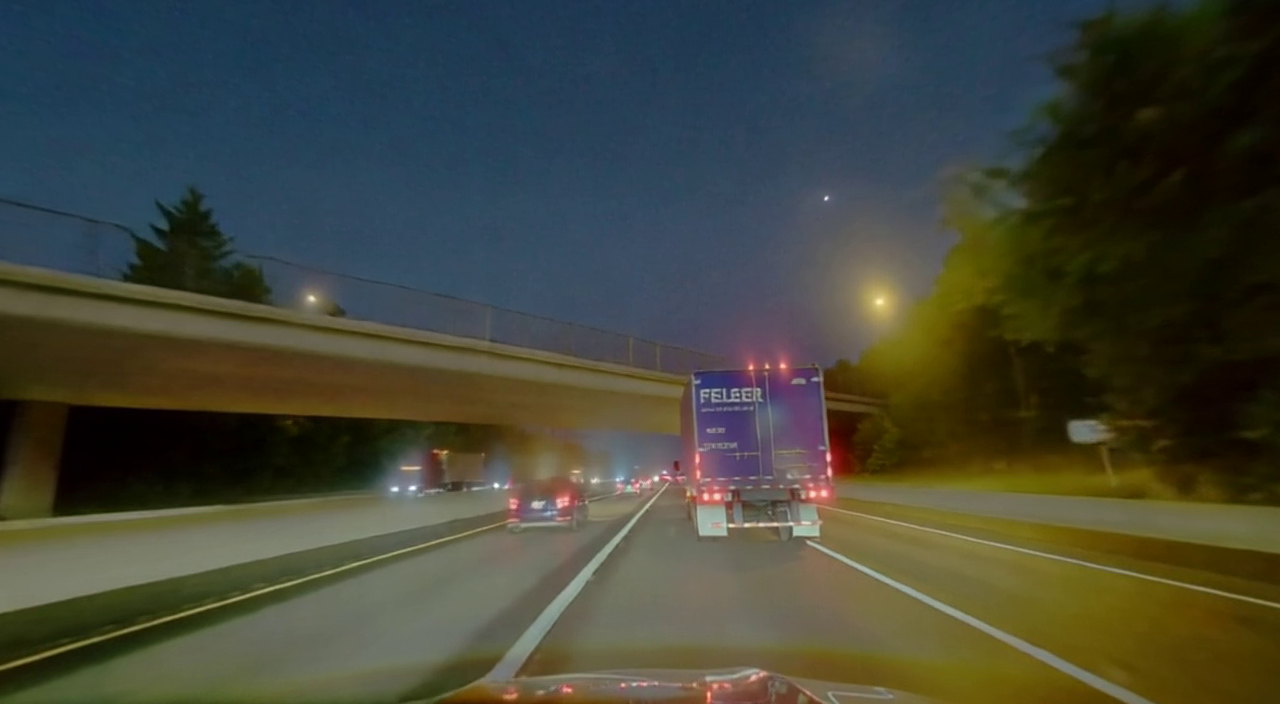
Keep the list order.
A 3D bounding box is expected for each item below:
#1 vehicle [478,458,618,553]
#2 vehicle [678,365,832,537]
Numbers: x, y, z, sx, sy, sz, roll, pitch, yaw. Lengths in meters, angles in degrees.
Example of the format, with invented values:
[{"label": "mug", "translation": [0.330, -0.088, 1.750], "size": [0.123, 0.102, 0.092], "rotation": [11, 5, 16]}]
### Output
[{"label": "vehicle", "translation": [-1.749, 3.226, 13.858], "size": [2.124, 1.653, 4.857], "rotation": [0, -10, 3]}, {"label": "vehicle", "translation": [2.843, 3.047, 18.881], "size": [2.980, 3.834, 9.423], "rotation": [1, -10, 1]}]
